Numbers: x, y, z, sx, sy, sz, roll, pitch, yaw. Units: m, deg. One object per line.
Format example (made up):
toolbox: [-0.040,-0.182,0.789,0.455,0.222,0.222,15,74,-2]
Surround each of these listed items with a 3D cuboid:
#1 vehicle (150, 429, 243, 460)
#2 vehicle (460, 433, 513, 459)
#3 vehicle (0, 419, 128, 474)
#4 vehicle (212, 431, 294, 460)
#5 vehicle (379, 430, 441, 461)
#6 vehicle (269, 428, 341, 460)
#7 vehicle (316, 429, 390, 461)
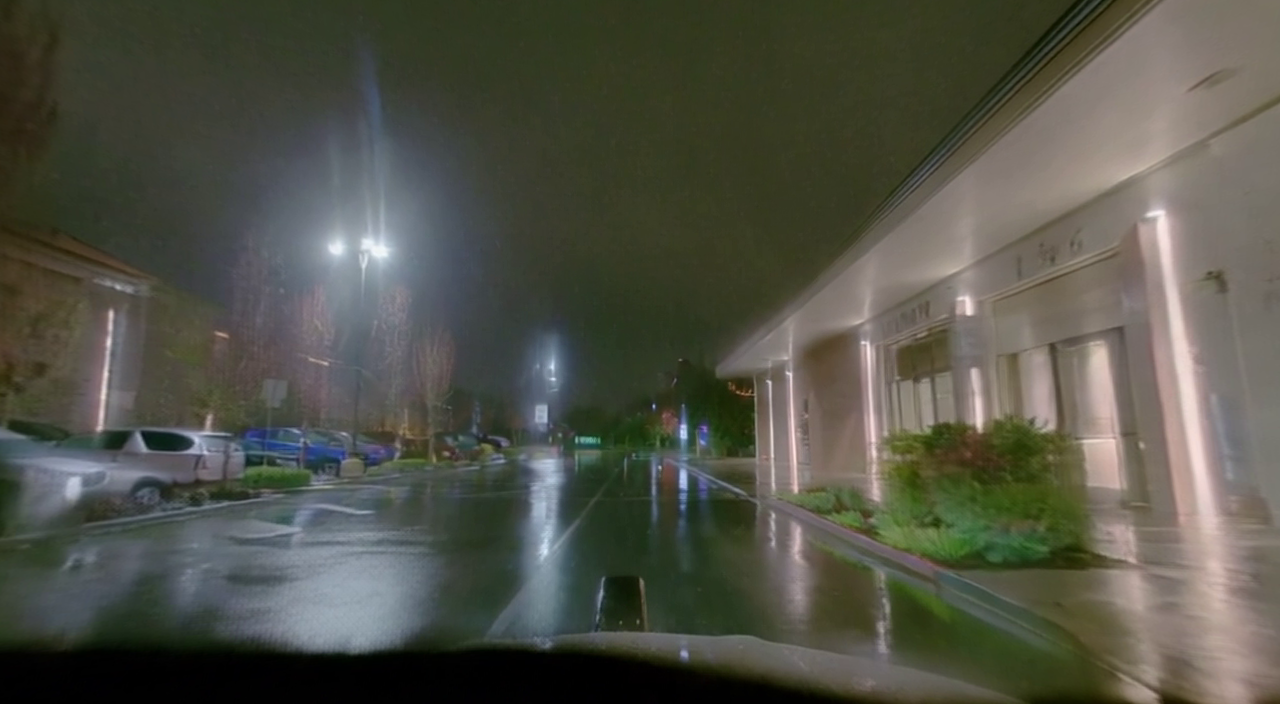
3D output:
vehicle: [-24.004,5.017,34.391,1.773,1.498,4.085,3,-8,6]
vehicle: [-9.867,6.105,41.043,1.891,1.464,4.646,3,-8,5]
vehicle: [-20.943,3.326,22.263,1.899,1.717,4.558,0,-8,1]
vehicle: [-21.026,5.126,34.520,1.909,1.474,3.908,-1,-8,3]
vehicle: [-12.637,5.153,35.003,1.892,1.597,4.259,0,-8,-1]
vehicle: [-18.428,5.088,34.982,1.902,1.645,3.903,0,-8,-2]
vehicle: [-15.617,5.080,34.634,1.928,1.613,4.197,-1,-8,3]
